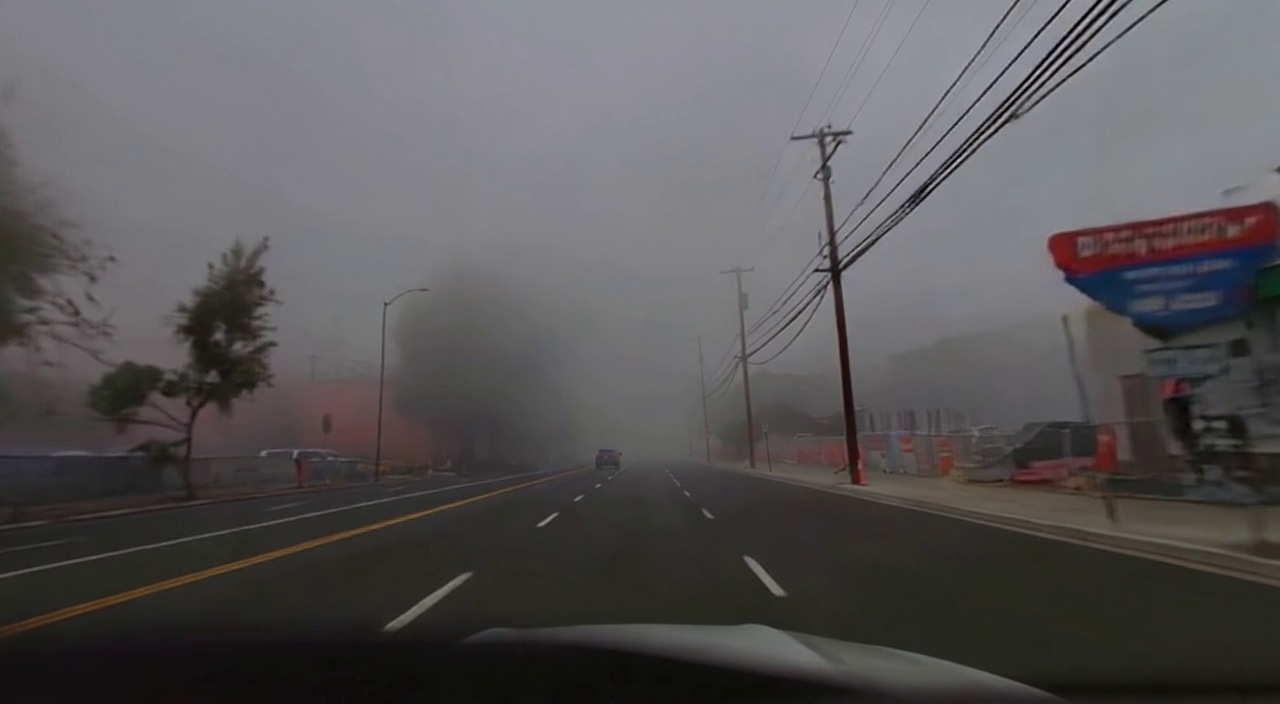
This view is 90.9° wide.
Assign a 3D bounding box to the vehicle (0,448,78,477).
[{"bbox_3d":[-39.905,7.186,41.117,4.290,1.788,2.165,-1,-9,-1],"label":"vehicle"}]

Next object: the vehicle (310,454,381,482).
[{"bbox_3d":[-17.086,6.720,36.877,1.995,1.460,4.802,0,-9,-2],"label":"vehicle"}]
